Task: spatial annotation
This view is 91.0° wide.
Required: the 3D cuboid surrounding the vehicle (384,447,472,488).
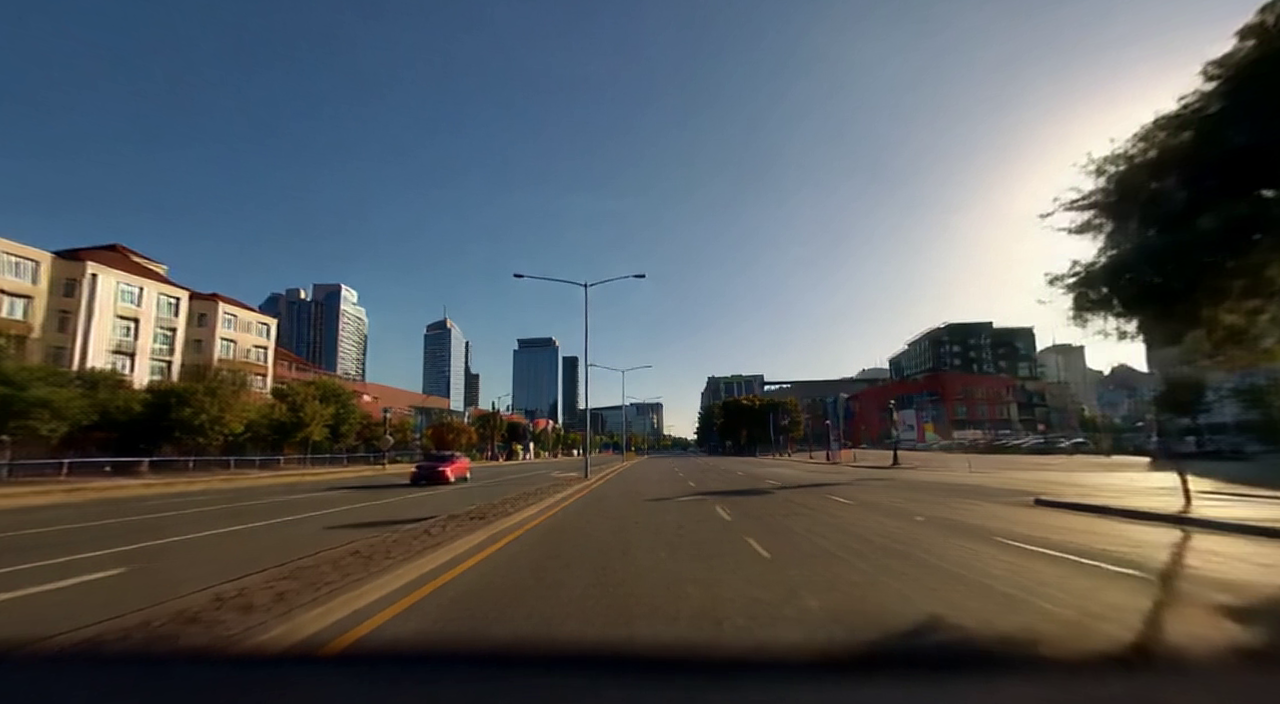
[{"bbox_3d":[-8.349,4.551,25.209,1.866,1.463,4.378,0,-8,2],"label":"vehicle"}]
